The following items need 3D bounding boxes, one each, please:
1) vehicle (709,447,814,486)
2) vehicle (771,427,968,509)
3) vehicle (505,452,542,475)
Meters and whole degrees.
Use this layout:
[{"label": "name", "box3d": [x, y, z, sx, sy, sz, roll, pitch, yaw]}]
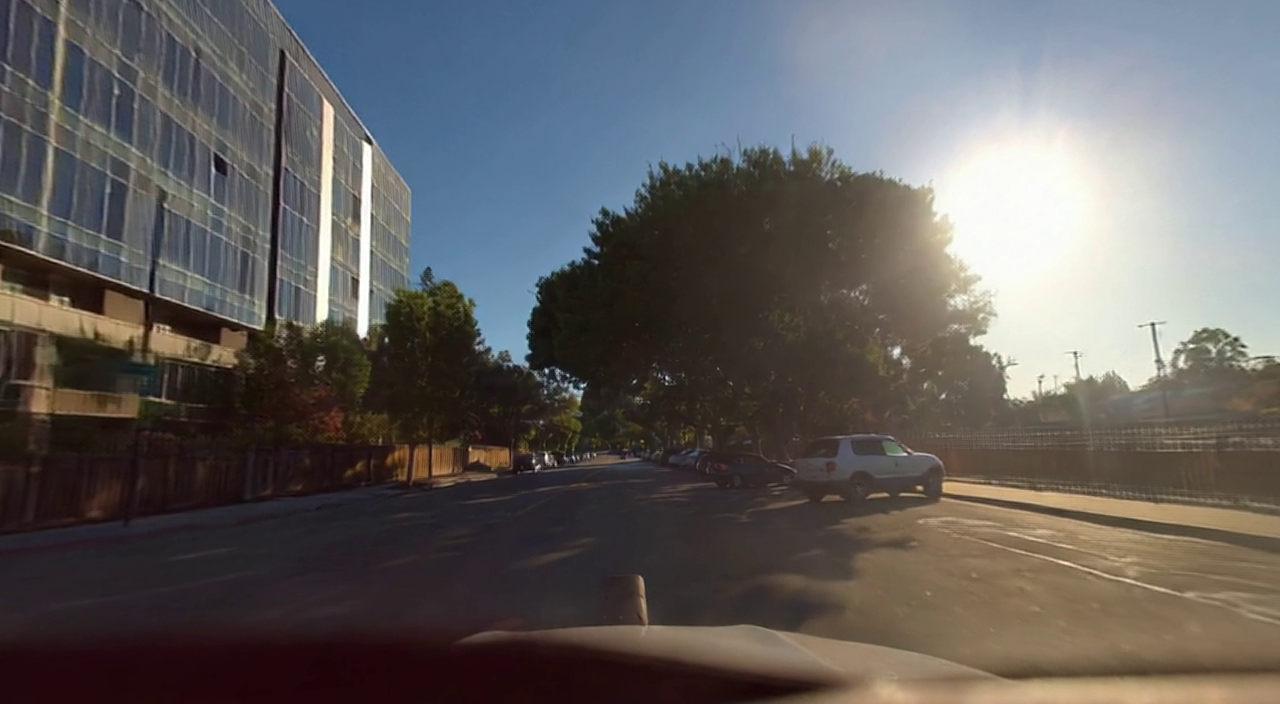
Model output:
[{"label": "vehicle", "box3d": [5.008, 4.656, 26.042, 3.752, 1.494, 2.083, 5, -10, -30]}, {"label": "vehicle", "box3d": [6.409, 3.118, 17.582, 5.061, 1.829, 2.274, 2, -9, -29]}, {"label": "vehicle", "box3d": [-9.041, 8.692, 49.507, 2.172, 1.707, 4.273, 0, -9, -1]}]
